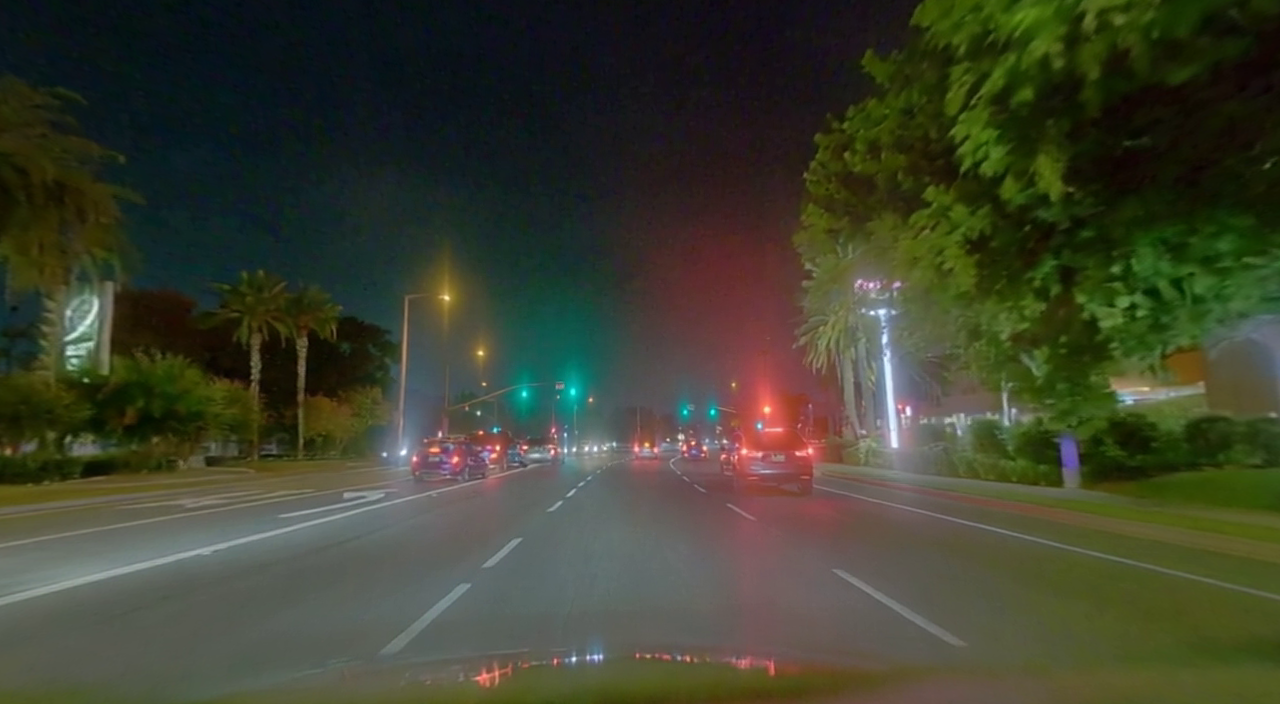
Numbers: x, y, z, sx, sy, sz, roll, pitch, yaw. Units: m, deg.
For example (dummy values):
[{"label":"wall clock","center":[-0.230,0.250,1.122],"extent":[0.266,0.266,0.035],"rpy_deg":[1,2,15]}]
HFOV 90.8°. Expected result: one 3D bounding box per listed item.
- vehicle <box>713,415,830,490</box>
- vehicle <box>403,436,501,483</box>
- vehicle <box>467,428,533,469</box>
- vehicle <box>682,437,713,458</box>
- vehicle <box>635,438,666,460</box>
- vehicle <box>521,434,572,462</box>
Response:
[{"label":"vehicle","center":[3.712,2.996,19.033],"extent":[2.267,1.931,5.145],"rpy_deg":[0,-8,-2]},{"label":"vehicle","center":[-6.545,3.796,22.695],"extent":[1.935,1.483,4.973],"rpy_deg":[0,-8,1]},{"label":"vehicle","center":[-6.931,4.857,31.912],"extent":[2.127,1.888,4.637],"rpy_deg":[0,-8,2]},{"label":"vehicle","center":[4.316,7.285,48.149],"extent":[2.149,1.532,4.168],"rpy_deg":[0,-8,2]},{"label":"vehicle","center":[0.769,6.825,44.526],"extent":[2.057,1.492,3.825],"rpy_deg":[-1,-8,3]},{"label":"vehicle","center":[-6.075,6.342,41.686],"extent":[2.088,1.746,4.650],"rpy_deg":[-1,-8,7]}]
